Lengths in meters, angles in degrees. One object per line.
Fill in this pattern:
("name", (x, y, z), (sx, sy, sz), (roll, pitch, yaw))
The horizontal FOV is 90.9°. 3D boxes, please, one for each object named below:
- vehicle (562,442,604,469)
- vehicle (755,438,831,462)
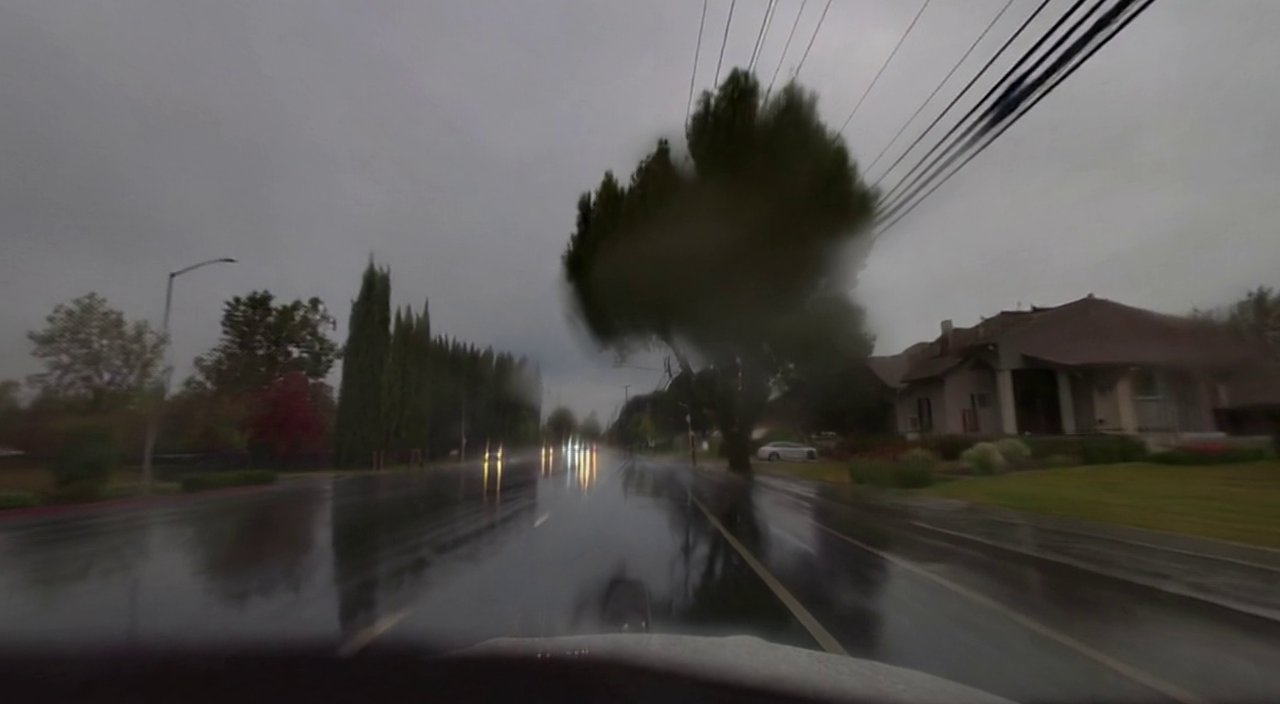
("vehicle", (-3.359, 6.203, 37.979), (2.084, 1.466, 4.522), (0, -9, 1))
("vehicle", (11.221, 7.191, 46.342), (4.904, 1.735, 2.270), (3, -9, -20))
